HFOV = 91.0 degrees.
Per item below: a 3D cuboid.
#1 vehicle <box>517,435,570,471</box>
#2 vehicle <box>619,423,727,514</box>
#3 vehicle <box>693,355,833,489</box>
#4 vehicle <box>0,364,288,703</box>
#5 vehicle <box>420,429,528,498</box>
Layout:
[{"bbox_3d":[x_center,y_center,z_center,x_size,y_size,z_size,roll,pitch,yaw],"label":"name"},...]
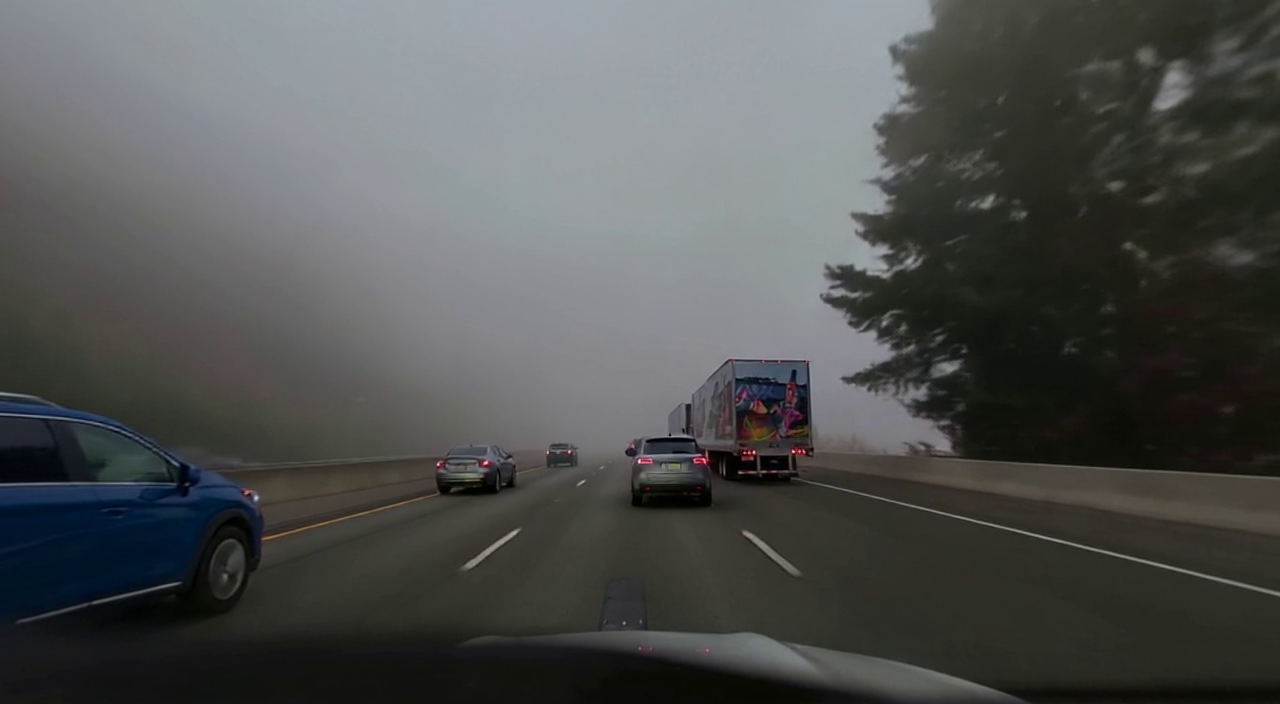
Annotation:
[{"bbox_3d":[-4.733,5.034,31.580,2.014,1.683,4.275,0,-8,0],"label":"vehicle"},{"bbox_3d":[0.601,2.428,13.549,2.017,1.662,3.543,0,-8,0],"label":"vehicle"},{"bbox_3d":[4.336,3.132,26.280,2.828,4.081,14.220,0,-8,-1],"label":"vehicle"},{"bbox_3d":[-4.075,0.929,3.221,1.983,1.666,4.452,0,-8,0],"label":"vehicle"},{"bbox_3d":[-4.343,2.954,17.099,1.905,1.642,3.803,0,-8,0],"label":"vehicle"}]
